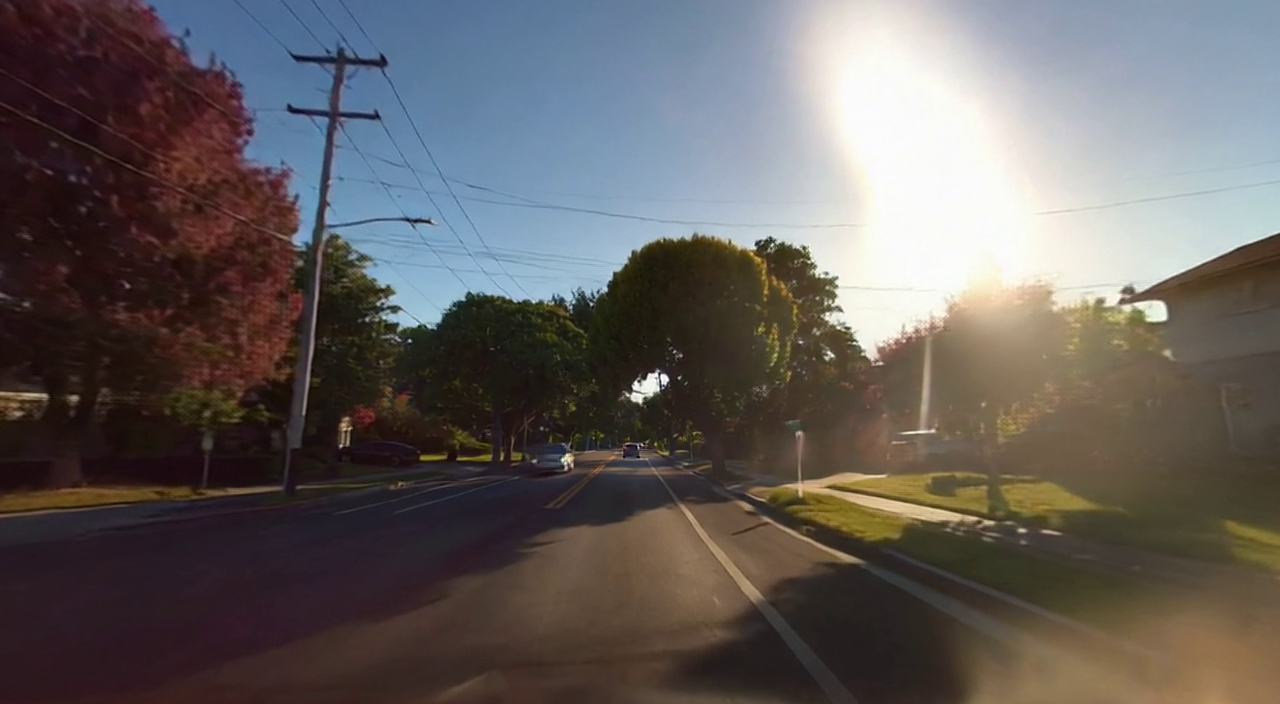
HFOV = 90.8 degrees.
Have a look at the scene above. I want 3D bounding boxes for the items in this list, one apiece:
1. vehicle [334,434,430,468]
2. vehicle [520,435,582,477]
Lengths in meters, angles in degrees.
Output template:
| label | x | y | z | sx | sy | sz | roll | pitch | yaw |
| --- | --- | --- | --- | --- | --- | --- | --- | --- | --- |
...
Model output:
| label | x | y | z | sx | sy | sz | roll | pitch | yaw |
| --- | --- | --- | --- | --- | --- | --- | --- | --- | --- |
| vehicle | -14.914 | 5.763 | 36.697 | 4.662 | 1.832 | 2.063 | 1 | -8 | -5 |
| vehicle | -4.031 | 4.834 | 29.562 | 2.145 | 1.762 | 4.960 | 1 | -8 | 0 |
